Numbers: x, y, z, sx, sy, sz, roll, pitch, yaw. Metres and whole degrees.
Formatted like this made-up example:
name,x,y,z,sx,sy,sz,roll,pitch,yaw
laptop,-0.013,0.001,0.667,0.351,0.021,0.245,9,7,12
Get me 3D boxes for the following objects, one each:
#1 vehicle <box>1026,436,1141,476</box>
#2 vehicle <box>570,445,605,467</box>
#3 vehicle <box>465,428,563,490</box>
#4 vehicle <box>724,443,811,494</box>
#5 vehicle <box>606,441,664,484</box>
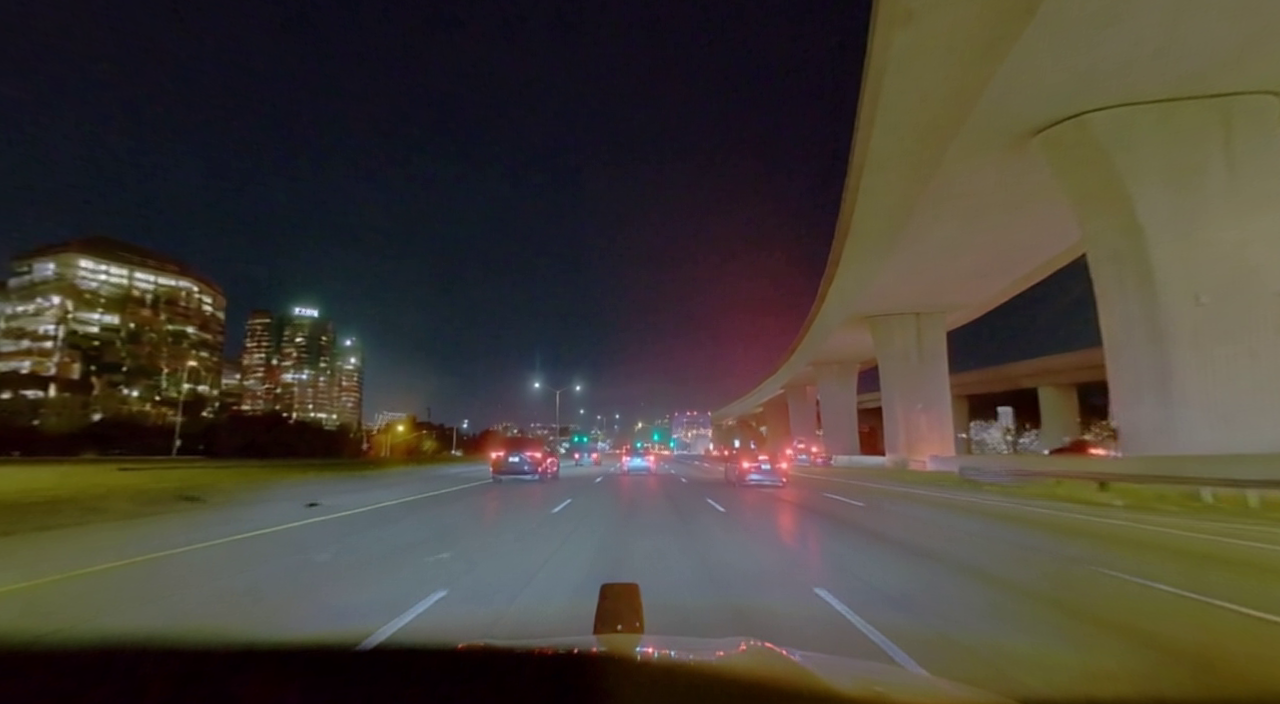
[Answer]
name,x,y,z,sx,sy,sz,roll,pitch,yaw
vehicle,24.239,5.708,34.846,2.376,1.988,6.109,-1,-9,6
vehicle,-3.537,7.067,42.911,1.868,1.431,4.055,0,-9,2
vehicle,-4.000,3.511,20.910,2.142,1.819,4.648,0,-9,2
vehicle,4.062,3.774,20.737,1.974,1.490,3.994,0,-9,-1
vehicle,-0.178,4.284,24.699,2.089,1.493,3.964,0,-9,0
